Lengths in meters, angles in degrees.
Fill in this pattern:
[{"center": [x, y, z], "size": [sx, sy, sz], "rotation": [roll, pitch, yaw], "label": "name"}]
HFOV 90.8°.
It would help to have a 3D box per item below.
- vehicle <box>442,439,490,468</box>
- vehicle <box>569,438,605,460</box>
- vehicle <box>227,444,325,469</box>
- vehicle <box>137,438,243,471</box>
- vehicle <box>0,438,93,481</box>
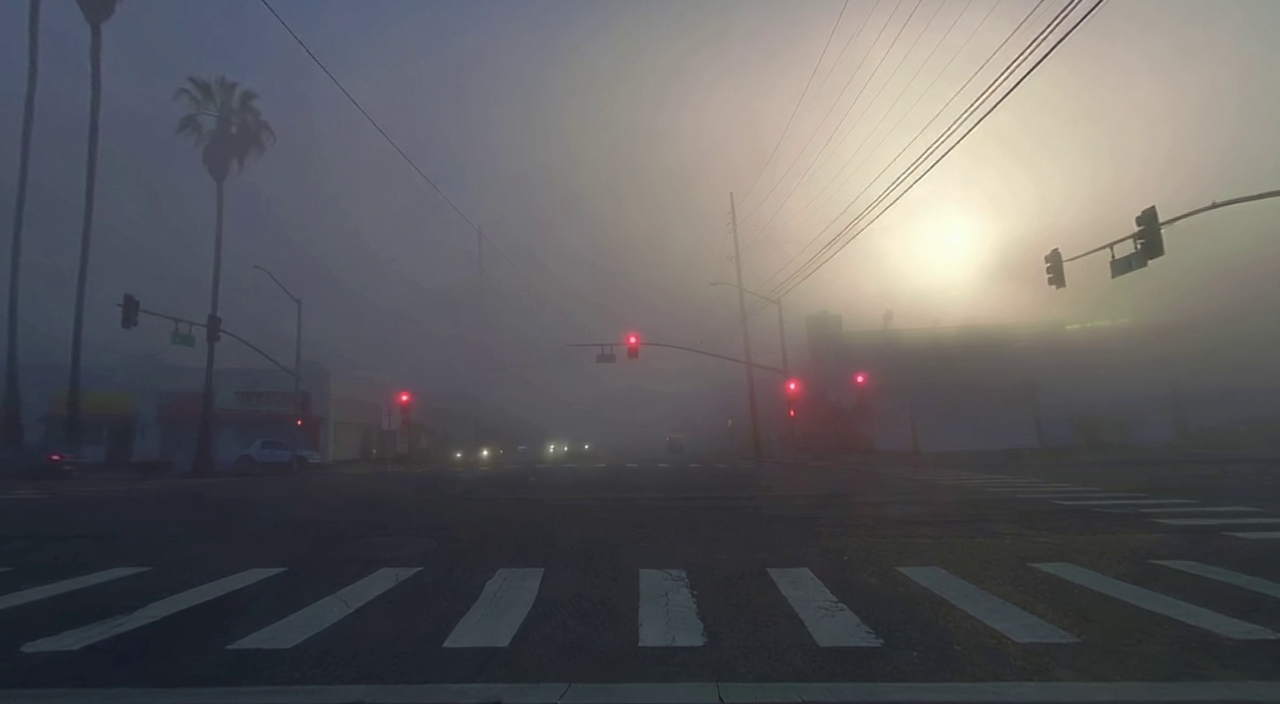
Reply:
[{"center": [-11.979, 6.989, 43.726], "size": [2.016, 1.717, 4.287], "rotation": [-2, -7, 1], "label": "vehicle"}, {"center": [-3.709, 6.961, 45.293], "size": [2.223, 1.490, 5.094], "rotation": [0, -8, -1], "label": "vehicle"}, {"center": [-22.315, 6.414, 38.836], "size": [4.849, 1.444, 1.881], "rotation": [0, -8, 1], "label": "vehicle"}, {"center": [-25.903, 5.911, 36.465], "size": [4.613, 1.820, 2.021], "rotation": [-1, -9, 3], "label": "vehicle"}, {"center": [-28.279, 4.850, 28.641], "size": [4.837, 1.819, 2.041], "rotation": [1, -9, -4], "label": "vehicle"}]
